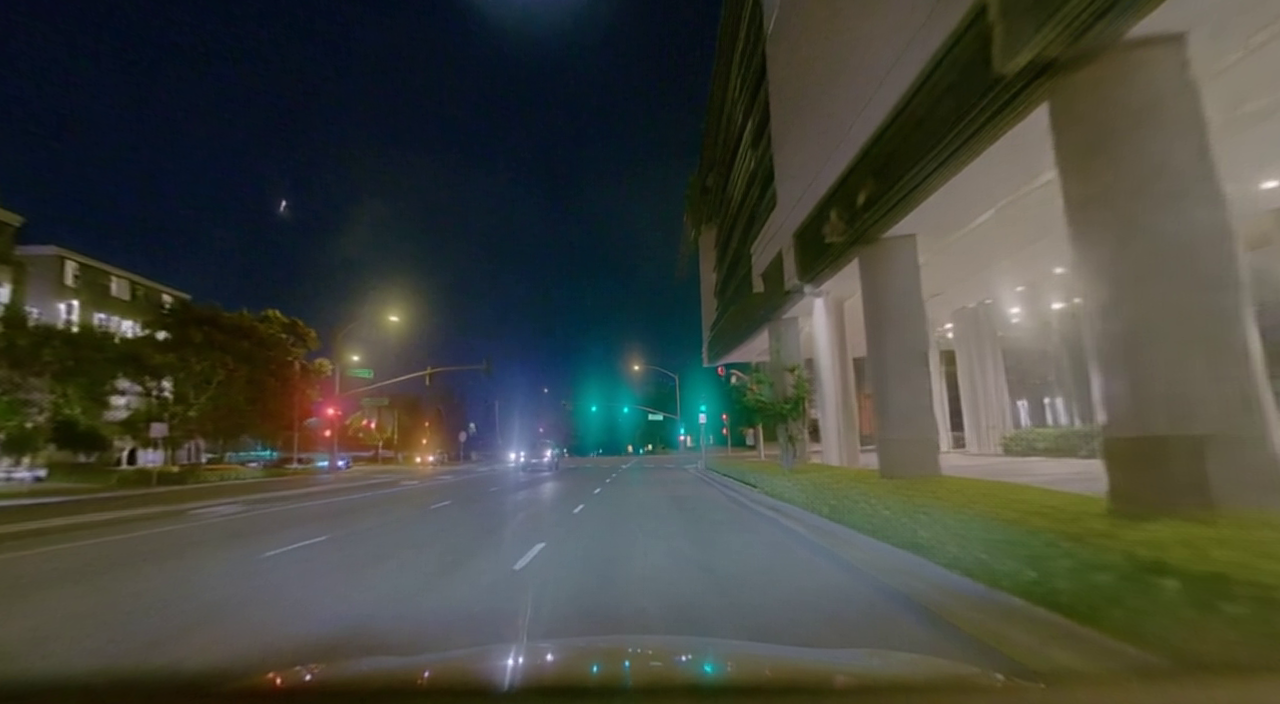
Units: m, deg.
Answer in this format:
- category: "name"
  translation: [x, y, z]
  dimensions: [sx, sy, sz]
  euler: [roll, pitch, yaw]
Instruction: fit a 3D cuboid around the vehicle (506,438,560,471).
- category: "vehicle"
  translation: [-6.022, 5.857, 35.974]
  dimensions: [2.121, 1.731, 4.707]
  euler: [0, -8, 1]
